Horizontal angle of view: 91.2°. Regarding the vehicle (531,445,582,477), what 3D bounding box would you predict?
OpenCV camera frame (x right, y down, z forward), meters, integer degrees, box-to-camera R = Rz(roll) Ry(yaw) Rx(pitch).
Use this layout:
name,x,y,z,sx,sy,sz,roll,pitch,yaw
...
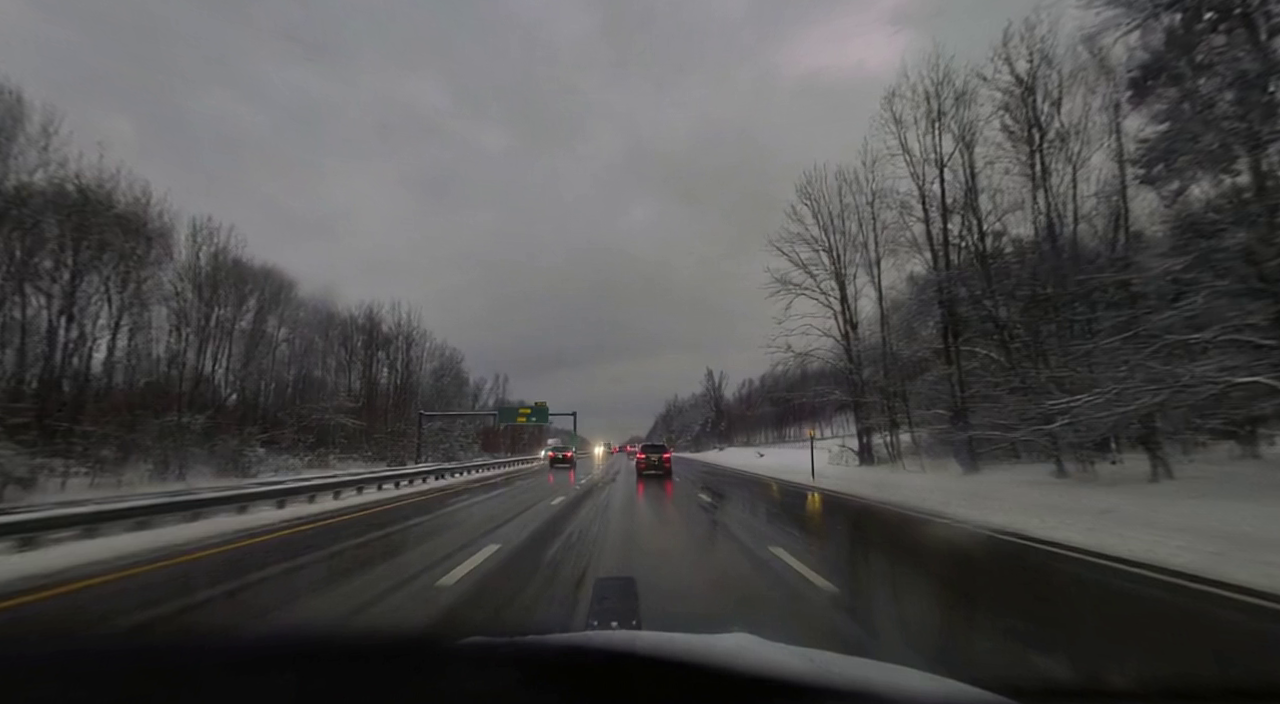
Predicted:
name,x,y,z,sx,sy,sz,roll,pitch,yaw
vehicle,-4.002,5.292,30.603,2.037,1.418,3.793,0,-9,-1

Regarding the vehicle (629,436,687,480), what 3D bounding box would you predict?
name,x,y,z,sx,sy,sz,roll,pitch,yaw
vehicle,0.658,4.488,26.765,2.250,1.718,4.358,0,-9,-1
